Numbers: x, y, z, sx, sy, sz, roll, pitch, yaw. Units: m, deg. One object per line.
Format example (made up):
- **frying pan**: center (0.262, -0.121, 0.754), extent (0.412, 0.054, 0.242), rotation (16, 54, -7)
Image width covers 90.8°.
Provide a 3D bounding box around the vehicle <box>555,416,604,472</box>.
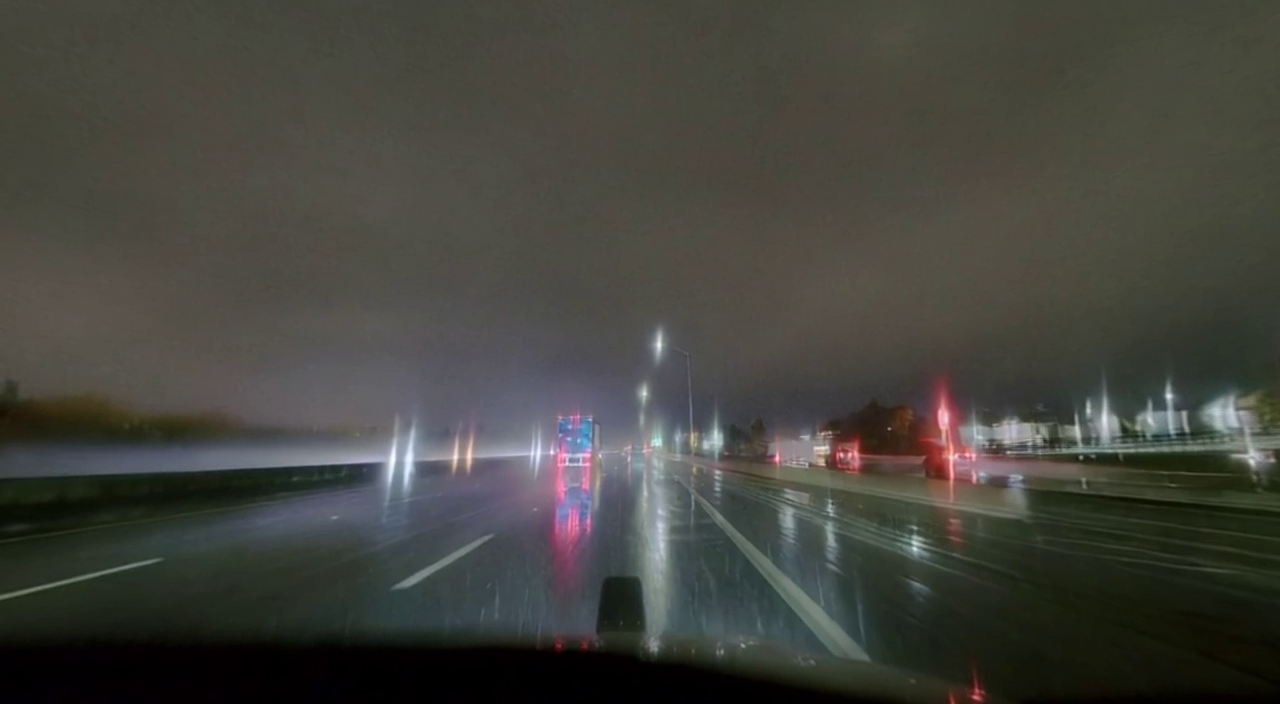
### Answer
- **vehicle**: center (-4.013, 6.373, 43.519), extent (2.707, 3.461, 7.191), rotation (0, -9, -1)
